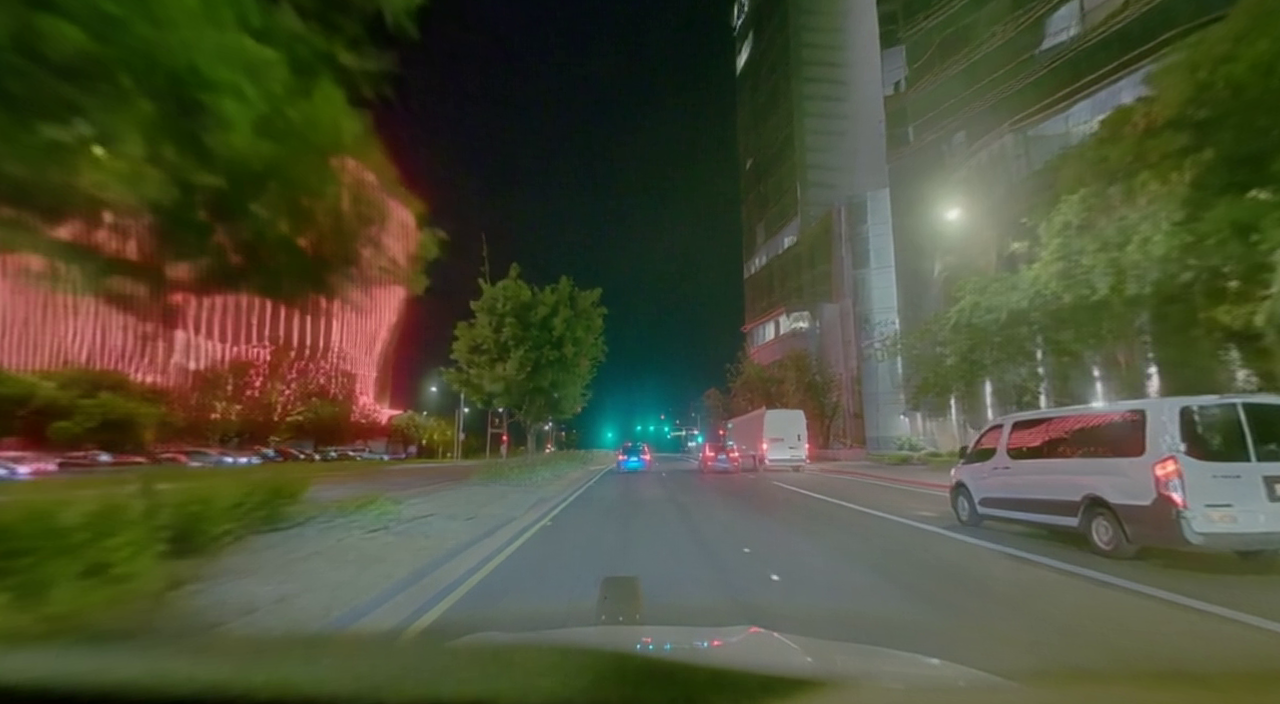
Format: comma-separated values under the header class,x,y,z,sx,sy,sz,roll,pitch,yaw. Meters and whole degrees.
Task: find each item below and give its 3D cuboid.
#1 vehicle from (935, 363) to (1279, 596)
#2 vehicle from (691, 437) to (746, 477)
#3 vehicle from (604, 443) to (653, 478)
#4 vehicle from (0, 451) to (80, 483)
class,x,y,z,sx,sy,sz,roll,pitch,yaw
vehicle,6.718,1.564,8.662,2.573,2.127,5.568,0,-8,-1
vehicle,3.603,4.907,29.808,2.047,1.711,4.265,0,-8,0
vehicle,-0.505,4.913,28.926,2.095,1.456,3.873,0,-8,-1
vehicle,-29.444,5.410,29.842,4.048,1.412,1.886,0,-8,-2
